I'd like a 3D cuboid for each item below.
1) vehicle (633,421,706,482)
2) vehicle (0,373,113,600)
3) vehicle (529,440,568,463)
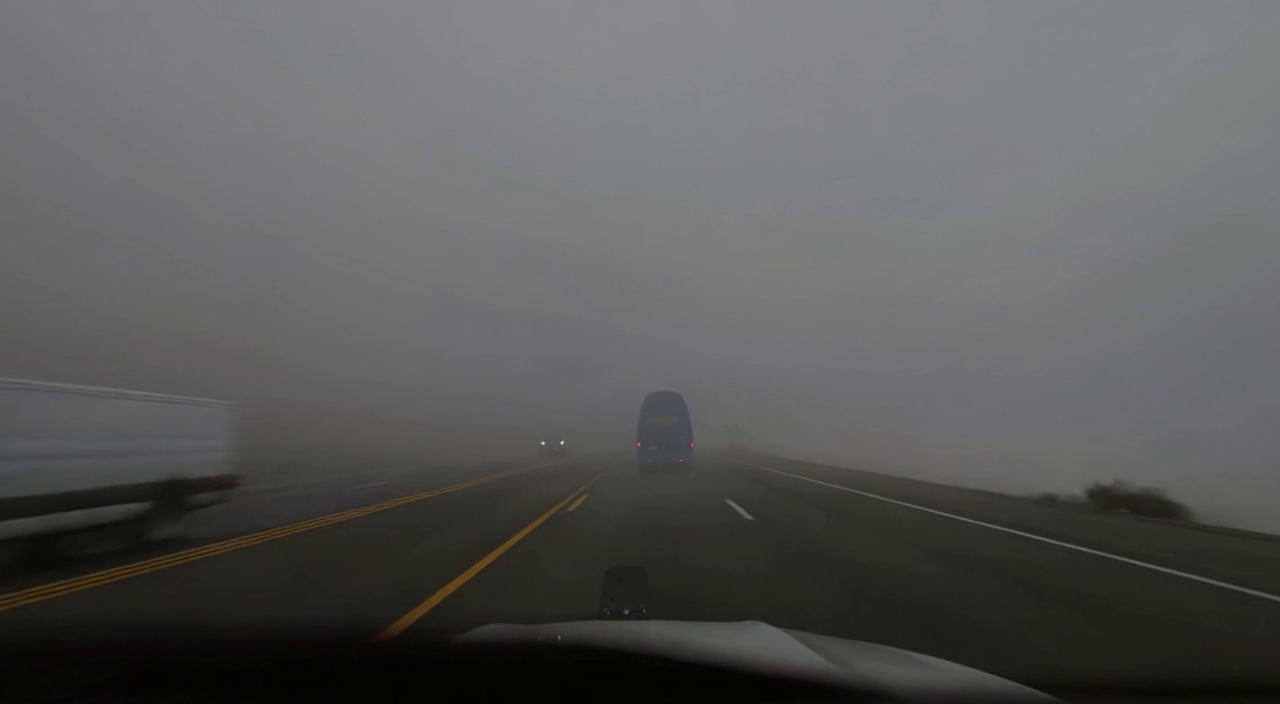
[{"bbox_3d":[1.005,3.682,23.549,2.469,2.027,4.554,0,-8,1],"label":"vehicle"},{"bbox_3d":[-7.735,1.162,4.987,2.546,2.262,5.135,0,-8,1],"label":"vehicle"},{"bbox_3d":[-6.831,7.490,47.380,2.157,1.650,4.441,0,-8,1],"label":"vehicle"}]
